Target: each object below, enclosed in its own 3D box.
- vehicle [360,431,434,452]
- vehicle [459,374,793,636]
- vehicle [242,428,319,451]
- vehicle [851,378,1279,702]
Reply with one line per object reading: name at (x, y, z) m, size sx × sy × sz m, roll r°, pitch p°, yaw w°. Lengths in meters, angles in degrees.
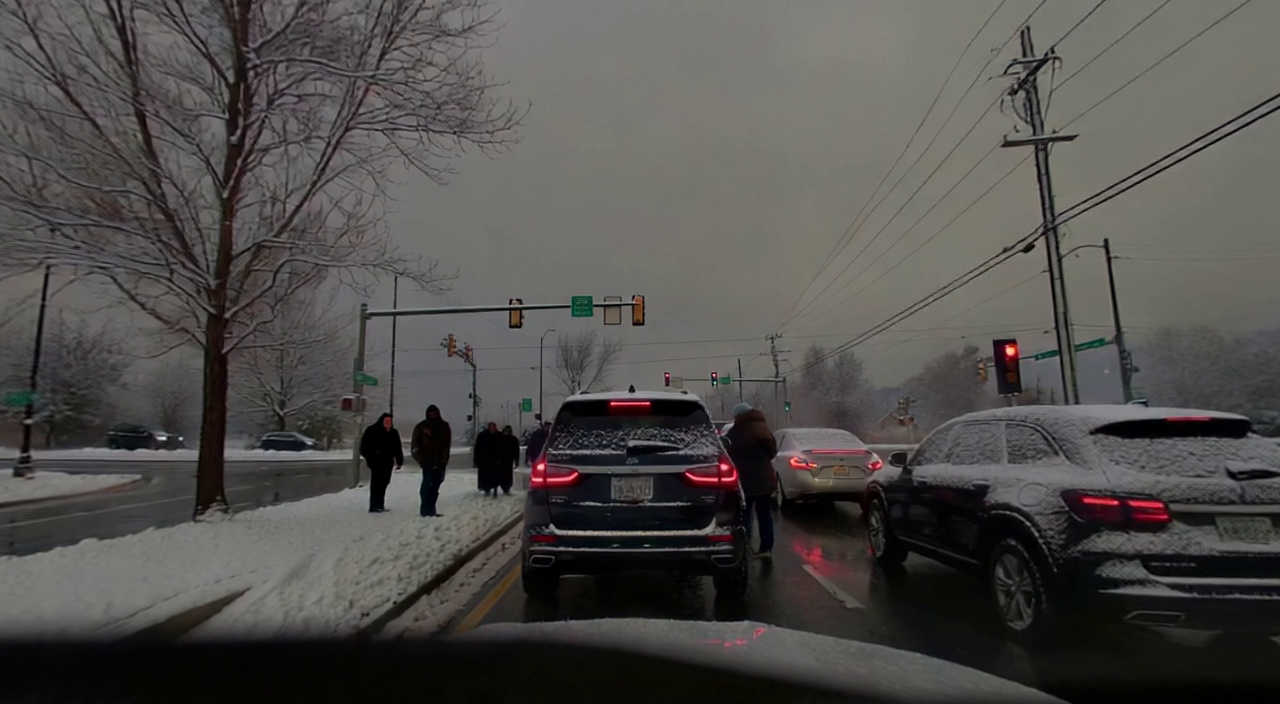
vehicle at (-17.779, 6.578, 46.349) m, size 4.607 × 1.478 × 1.995 m, roll 0°, pitch -8°, yaw 0°
vehicle at (-0.136, 1.364, 6.614) m, size 2.271 × 1.786 × 4.443 m, roll 0°, pitch -8°, yaw -1°
vehicle at (-26.863, 6.546, 47.195) m, size 4.587 × 1.639 × 1.878 m, roll 0°, pitch -8°, yaw 0°
vehicle at (3.557, 1.299, 5.564) m, size 1.948 × 1.677 × 4.437 m, roll 0°, pitch -8°, yaw 1°
